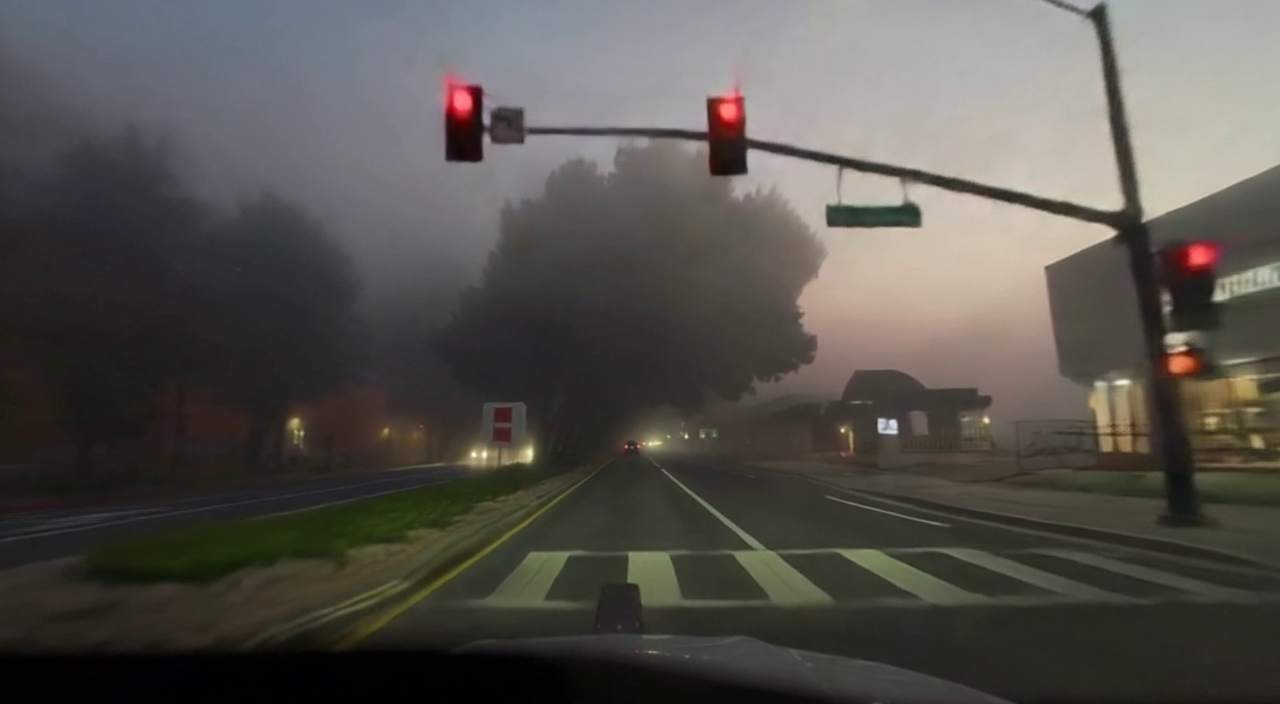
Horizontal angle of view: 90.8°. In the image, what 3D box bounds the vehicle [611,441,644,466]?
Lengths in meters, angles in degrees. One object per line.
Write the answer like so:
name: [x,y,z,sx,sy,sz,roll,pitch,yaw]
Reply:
vehicle: [-0.828,6.609,41.306,2.045,1.510,3.690,0,-9,-2]
